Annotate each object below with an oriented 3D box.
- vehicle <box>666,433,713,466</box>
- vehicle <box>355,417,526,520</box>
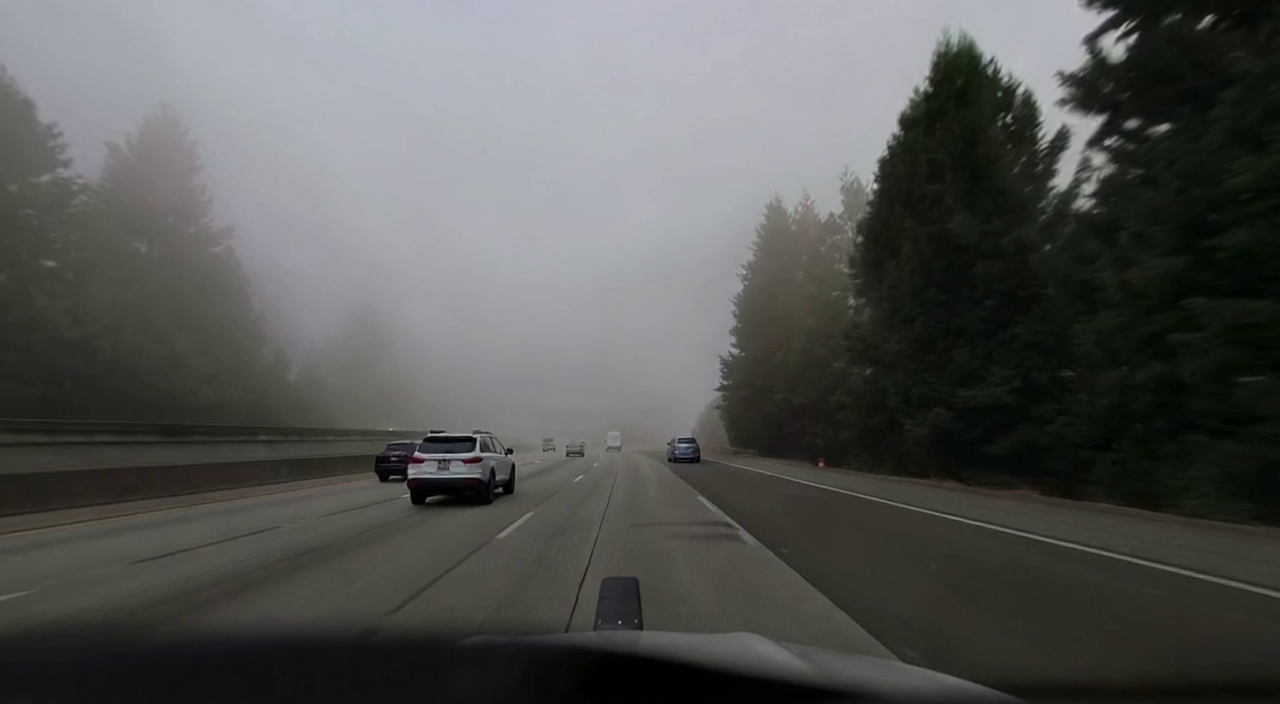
[{"bbox_3d":[2.671,5.400,34.899,2.053,1.698,4.097,0,-9,-3],"label":"vehicle"},{"bbox_3d":[-3.662,2.234,12.505,2.002,1.680,4.301,0,-9,-1],"label":"vehicle"}]
